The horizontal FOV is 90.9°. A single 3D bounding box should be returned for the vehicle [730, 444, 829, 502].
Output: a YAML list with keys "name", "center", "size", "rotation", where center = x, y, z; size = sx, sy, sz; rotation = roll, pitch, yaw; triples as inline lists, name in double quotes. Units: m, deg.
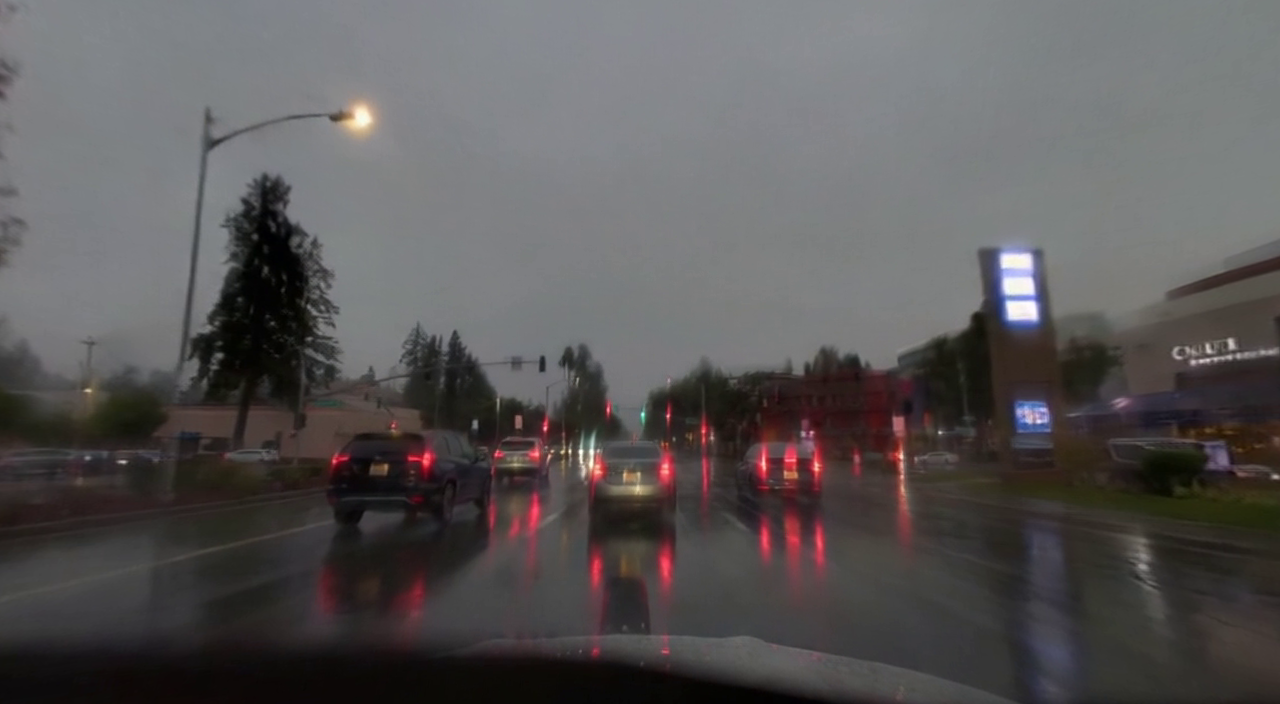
- name: "vehicle"
  center: [3.934, 3.449, 18.501]
  size: [1.979, 1.485, 4.207]
  rotation: [0, -8, 1]

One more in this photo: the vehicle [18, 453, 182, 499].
- name: "vehicle"
  center: [-19.478, 4.464, 23.082]
  size: [1.888, 1.435, 4.574]
  rotation: [0, -8, 1]

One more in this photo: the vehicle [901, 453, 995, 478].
- name: "vehicle"
  center: [19.187, 7.103, 39.424]
  size: [4.795, 1.457, 1.986]
  rotation: [0, -9, 4]

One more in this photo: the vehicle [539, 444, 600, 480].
- name: "vehicle"
  center: [-3.043, 4.846, 28.116]
  size: [2.126, 1.490, 4.265]
  rotation: [0, -8, 1]

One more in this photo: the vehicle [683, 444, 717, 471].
- name: "vehicle"
  center: [3.859, 6.805, 40.935]
  size: [1.848, 1.665, 3.747]
  rotation: [0, -8, 0]

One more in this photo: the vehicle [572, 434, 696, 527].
- name: "vehicle"
  center: [-0.111, 2.507, 12.862]
  size: [2.121, 1.563, 4.031]
  rotation: [0, -8, 0]

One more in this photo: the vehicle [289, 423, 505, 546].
- name: "vehicle"
  center: [-3.814, 2.133, 10.815]
  size: [1.983, 1.685, 3.997]
  rotation: [0, -8, 2]

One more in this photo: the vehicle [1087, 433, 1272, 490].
- name: "vehicle"
  center: [17.802, 3.591, 21.043]
  size: [1.907, 1.669, 4.147]
  rotation: [5, -10, -29]
